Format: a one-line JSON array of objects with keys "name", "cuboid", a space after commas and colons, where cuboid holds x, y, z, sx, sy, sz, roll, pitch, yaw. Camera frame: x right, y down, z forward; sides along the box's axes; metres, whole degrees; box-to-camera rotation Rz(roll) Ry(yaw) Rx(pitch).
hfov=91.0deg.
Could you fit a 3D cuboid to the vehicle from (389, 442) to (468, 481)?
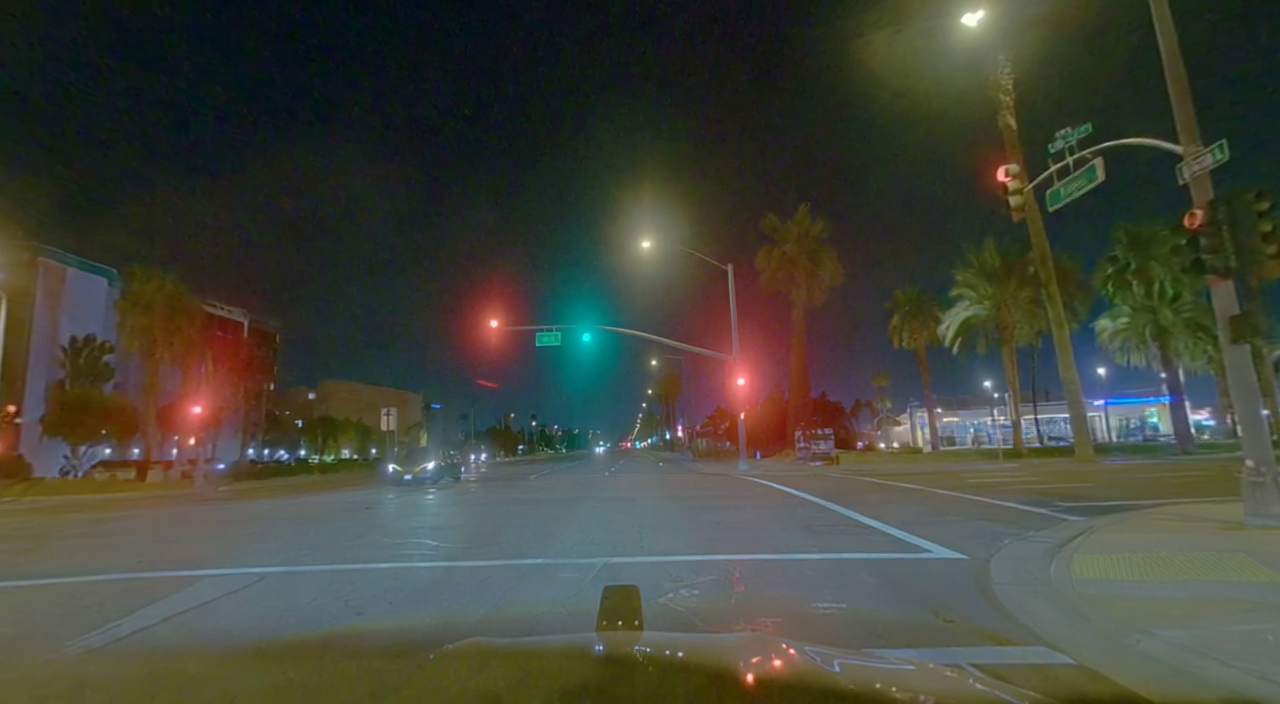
[{"name": "vehicle", "cuboid": [-10.741, 5.593, 32.373, 2.270, 1.833, 4.860, 0, -9, 1]}]
